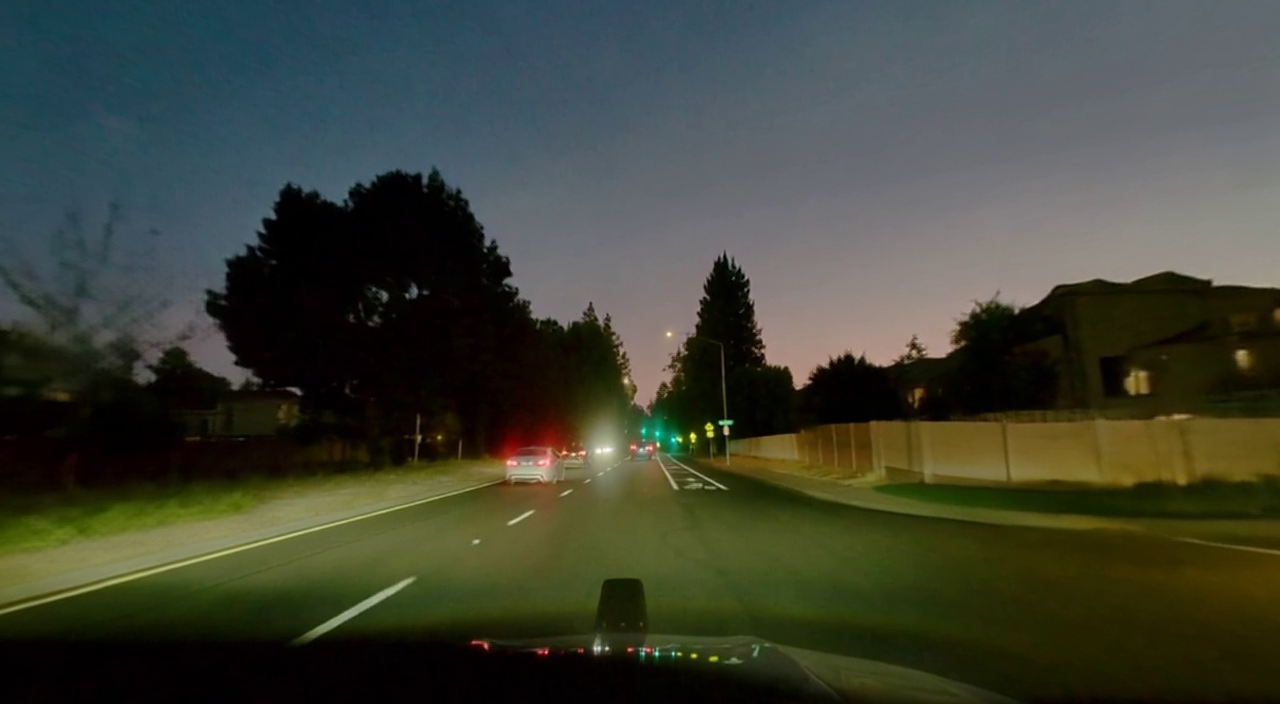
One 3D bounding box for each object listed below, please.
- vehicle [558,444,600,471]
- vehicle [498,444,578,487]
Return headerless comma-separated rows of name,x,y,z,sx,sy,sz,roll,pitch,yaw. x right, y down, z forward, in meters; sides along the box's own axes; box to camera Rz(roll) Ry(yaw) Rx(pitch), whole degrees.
vehicle,-3.710,6.533,39.225,2.110,1.529,4.743,0,-9,1
vehicle,-3.752,4.254,24.036,2.188,1.473,4.651,0,-9,1
